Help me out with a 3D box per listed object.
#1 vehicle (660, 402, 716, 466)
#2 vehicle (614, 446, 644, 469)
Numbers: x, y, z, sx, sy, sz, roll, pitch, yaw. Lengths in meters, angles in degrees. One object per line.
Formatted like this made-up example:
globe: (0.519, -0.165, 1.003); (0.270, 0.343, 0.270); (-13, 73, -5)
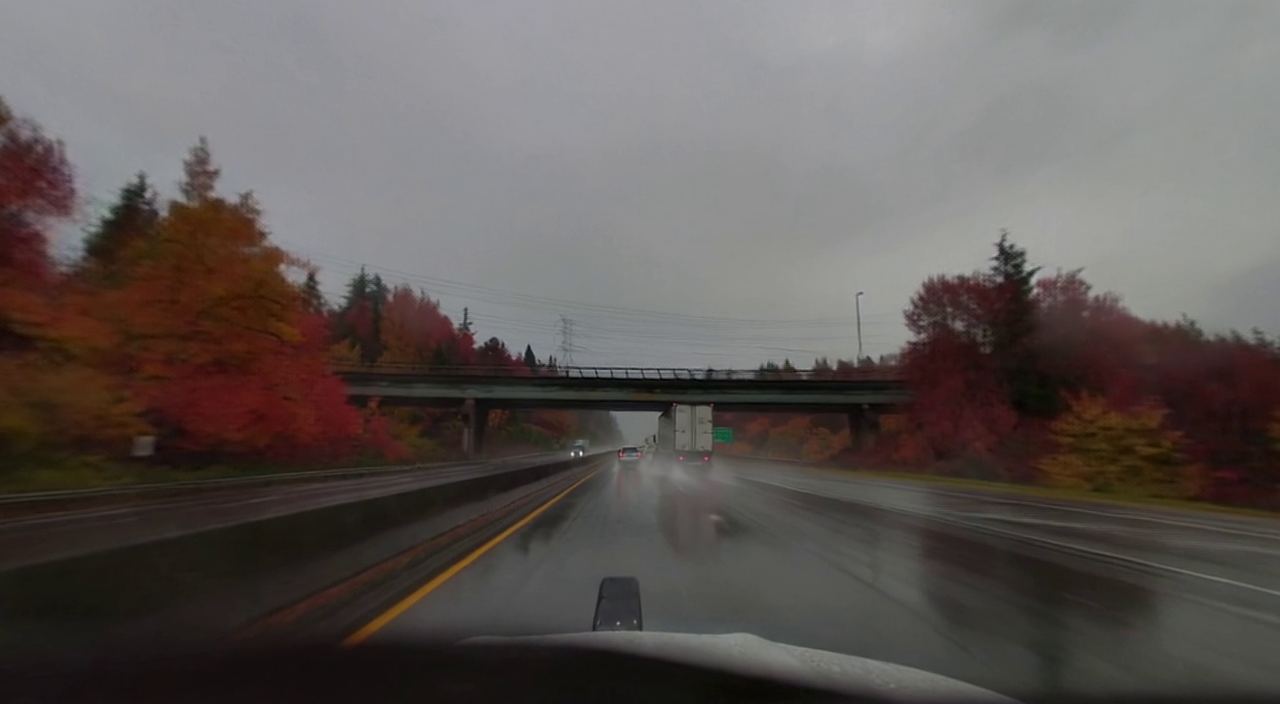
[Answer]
vehicle: (3.450, 6.599, 49.246); (2.956, 4.281, 14.327); (0, -9, -1)
vehicle: (-0.745, 7.062, 42.099); (1.961, 1.454, 3.755); (0, -9, -1)
